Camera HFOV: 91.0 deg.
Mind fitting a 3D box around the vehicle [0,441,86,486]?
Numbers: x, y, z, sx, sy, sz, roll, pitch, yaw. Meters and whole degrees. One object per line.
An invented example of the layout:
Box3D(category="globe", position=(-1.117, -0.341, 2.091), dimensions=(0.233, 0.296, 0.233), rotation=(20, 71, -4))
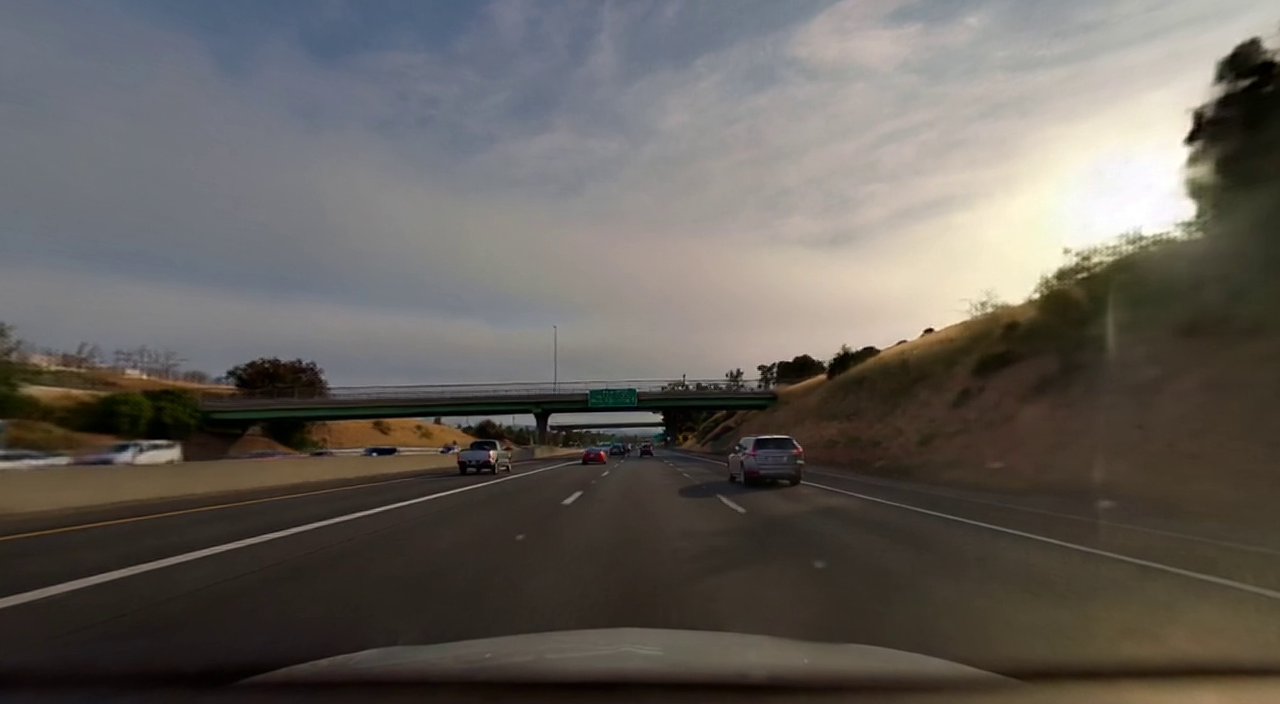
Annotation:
Box3D(category="vehicle", position=(-28.885, 5.010, 28.488), dimensions=(2.241, 1.906, 5.939), rotation=(0, -9, -1))

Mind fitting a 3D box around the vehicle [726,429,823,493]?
Box3D(category="vehicle", position=(3.949, 3.301, 19.331), dimensions=(1.990, 1.735, 4.276), rotation=(0, -9, -1))

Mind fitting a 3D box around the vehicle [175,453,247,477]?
Box3D(category="vehicle", position=(-28.954, 7.613, 42.697), dimensions=(1.801, 1.493, 4.345), rotation=(0, -9, 0))

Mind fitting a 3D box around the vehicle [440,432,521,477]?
Box3D(category="vehicle", position=(-7.648, 4.992, 30.925), dimensions=(2.341, 1.959, 5.684), rotation=(0, -9, 1))

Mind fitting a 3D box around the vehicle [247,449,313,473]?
Box3D(category="vehicle", position=(-25.373, 7.673, 44.570), dimensions=(1.914, 1.556, 4.594), rotation=(0, -9, 0))

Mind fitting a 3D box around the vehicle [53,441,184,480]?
Box3D(category="vehicle", position=(-25.296, 5.275, 30.858), dimensions=(2.090, 1.746, 5.035), rotation=(0, -9, 0))

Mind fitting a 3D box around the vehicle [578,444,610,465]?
Box3D(category="vehicle", position=(-3.540, 7.978, 49.010), dimensions=(2.067, 1.528, 4.551), rotation=(0, -9, 1))
